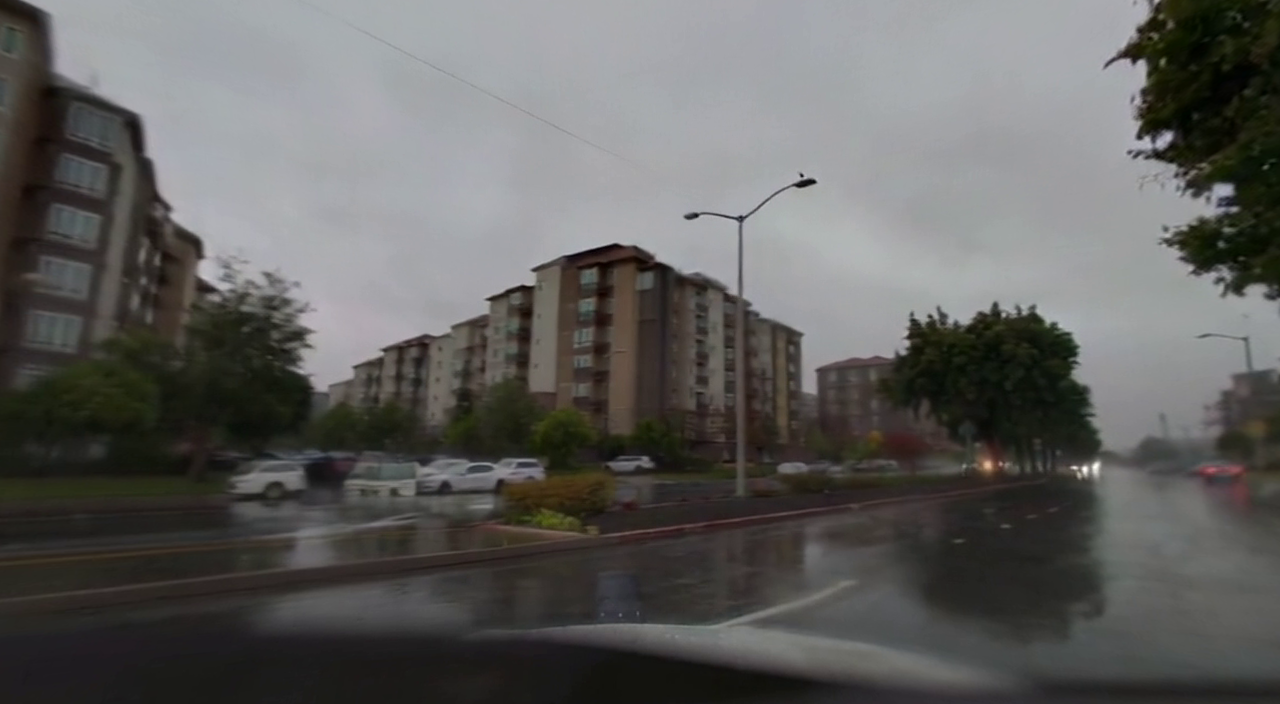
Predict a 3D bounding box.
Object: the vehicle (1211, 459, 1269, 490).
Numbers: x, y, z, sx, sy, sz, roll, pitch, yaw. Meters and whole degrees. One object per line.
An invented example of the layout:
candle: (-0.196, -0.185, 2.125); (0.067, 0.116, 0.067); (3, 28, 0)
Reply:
vehicle: (40.796, 8.281, 42.893); (2.241, 1.877, 4.810); (-7, -11, 38)

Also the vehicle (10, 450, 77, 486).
vehicle: (-27.057, 5.186, 28.515); (3.975, 1.485, 1.908); (-8, -13, 44)

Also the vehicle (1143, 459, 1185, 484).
vehicle: (40.841, 9.260, 49.079); (2.303, 1.741, 4.436); (-7, -11, 39)

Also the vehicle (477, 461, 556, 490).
vehicle: (-7.265, 7.279, 37.408); (1.816, 1.496, 4.384); (-7, -11, 39)

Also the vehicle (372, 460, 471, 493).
vehicle: (-10.908, 6.274, 31.781); (1.933, 1.479, 4.718); (-6, -12, 24)

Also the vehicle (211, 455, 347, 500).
vehicle: (-15.708, 5.418, 27.645); (1.858, 1.739, 4.706); (-7, -12, 40)

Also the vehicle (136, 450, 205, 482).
vehicle: (-23.719, 5.717, 31.747); (4.020, 1.464, 1.886); (-7, -12, 41)
